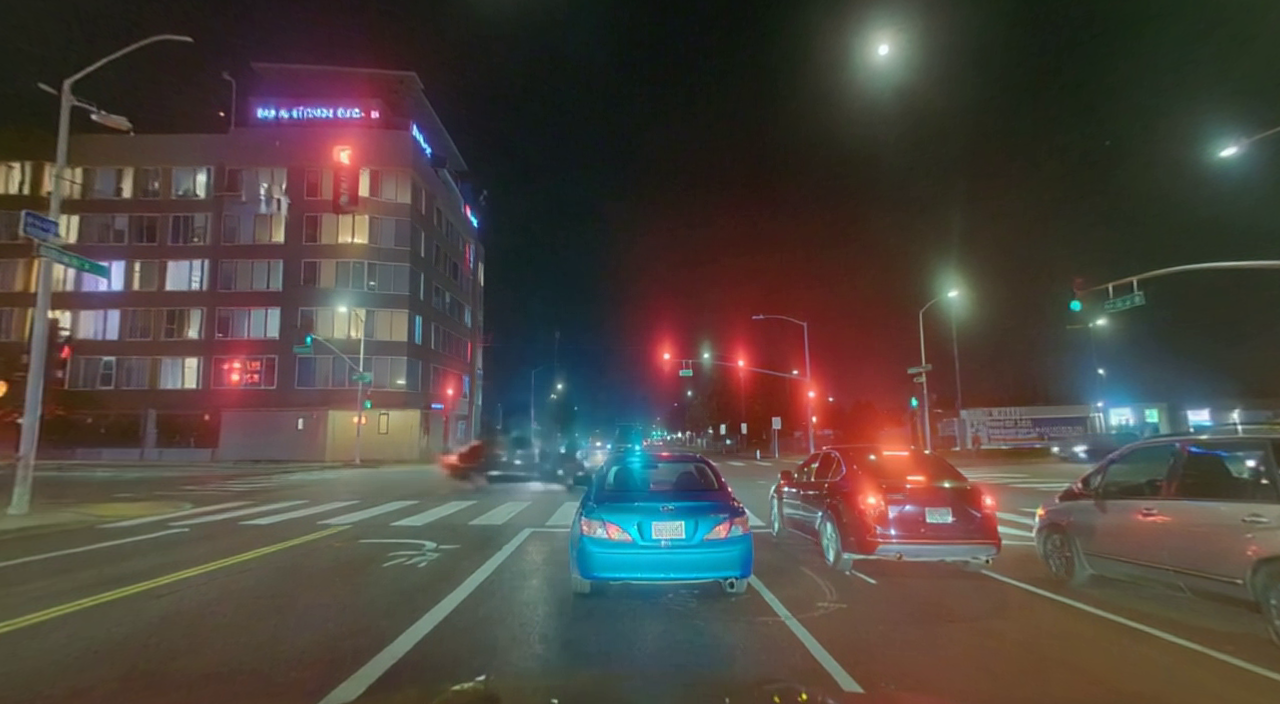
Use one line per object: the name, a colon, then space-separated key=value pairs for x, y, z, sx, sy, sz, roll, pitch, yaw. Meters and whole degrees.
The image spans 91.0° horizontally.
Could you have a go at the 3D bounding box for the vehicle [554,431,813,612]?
vehicle: x=0.287 y=1.696 z=7.293 sx=2.132 sy=1.464 sz=4.089 roll=0 pitch=-8 yaw=-2

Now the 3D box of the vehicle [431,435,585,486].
vehicle: x=-4.329 y=3.613 z=21.167 sx=4.688 sy=1.612 sz=1.938 roll=0 pitch=-8 yaw=2

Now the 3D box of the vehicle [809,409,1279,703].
vehicle: x=2.819 y=1.287 z=4.561 sx=1.961 sy=1.498 sz=4.356 roll=0 pitch=-8 yaw=0
